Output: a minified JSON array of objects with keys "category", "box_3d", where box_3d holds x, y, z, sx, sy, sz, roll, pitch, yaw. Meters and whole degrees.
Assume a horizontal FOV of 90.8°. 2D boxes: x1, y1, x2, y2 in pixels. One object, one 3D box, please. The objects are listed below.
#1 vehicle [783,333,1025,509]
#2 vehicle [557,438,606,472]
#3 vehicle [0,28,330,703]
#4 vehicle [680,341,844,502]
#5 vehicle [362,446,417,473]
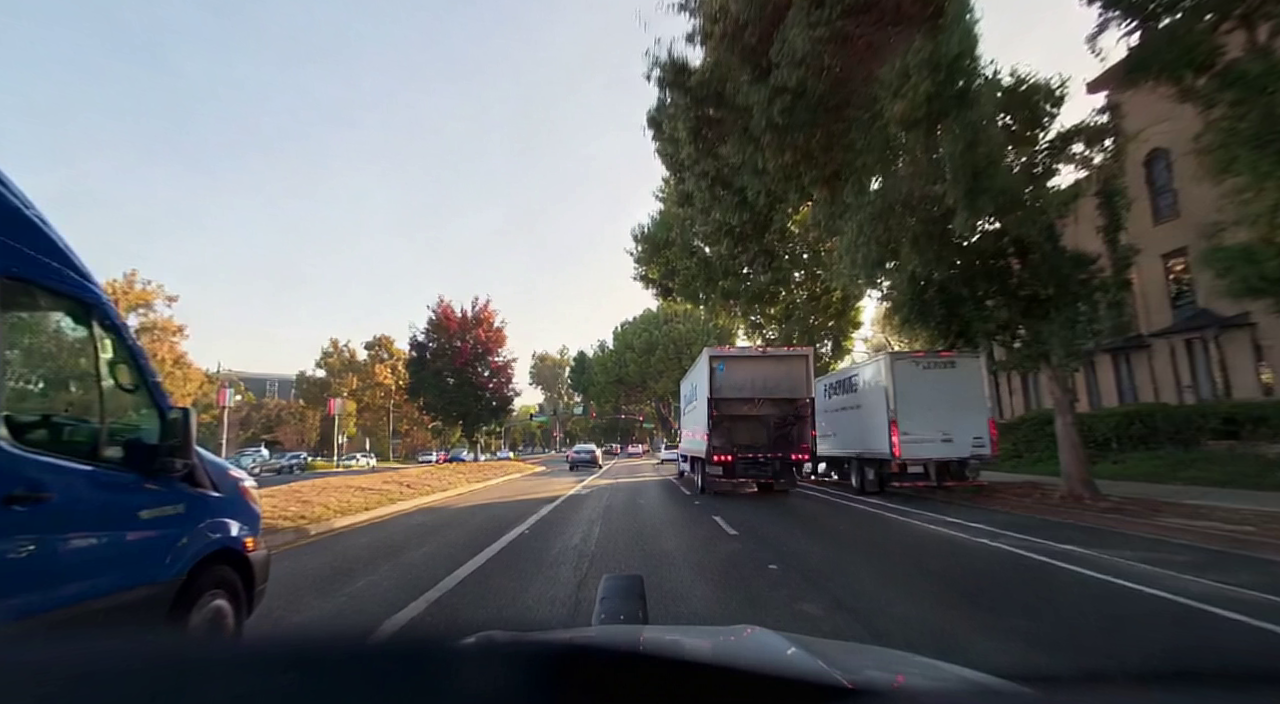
[{"category":"vehicle","box_3d":[6.974,2.233,18.889,3.005,3.947,9.252,0,-9,-1]},{"category":"vehicle","box_3d":[-3.306,5.986,36.941,2.356,1.766,5.674,0,-9,0]},{"category":"vehicle","box_3d":[-3.446,0.118,1.069,2.443,2.784,6.493,0,-9,0]},{"category":"vehicle","box_3d":[2.956,2.244,18.801,2.861,3.525,9.858,0,-9,0]},{"category":"vehicle","box_3d":[-18.040,7.734,45.683,2.053,1.773,4.649,0,-9,0]}]
